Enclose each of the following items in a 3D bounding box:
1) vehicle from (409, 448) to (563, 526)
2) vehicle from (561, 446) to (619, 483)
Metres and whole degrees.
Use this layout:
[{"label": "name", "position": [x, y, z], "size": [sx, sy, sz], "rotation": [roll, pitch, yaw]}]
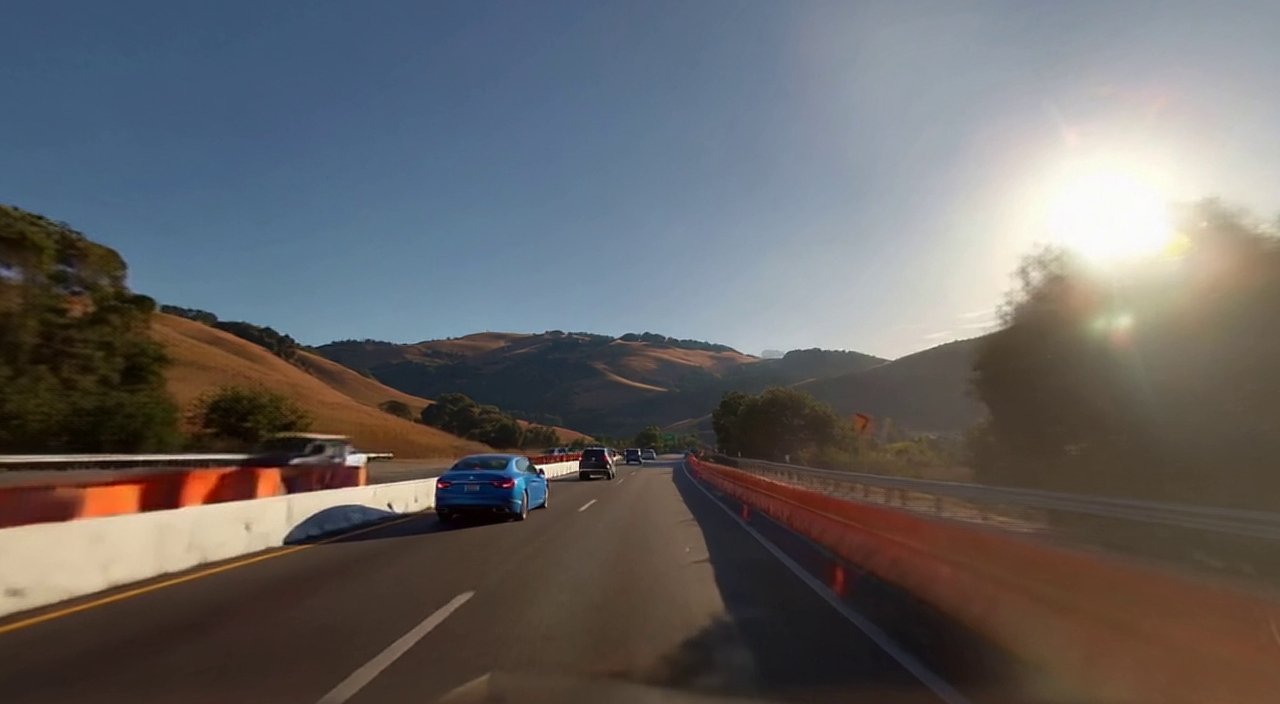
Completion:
[{"label": "vehicle", "position": [-2.913, 2.655, 12.931], "size": [2.061, 1.330, 3.928], "rotation": [0, -9, 2]}, {"label": "vehicle", "position": [-2.108, 4.924, 27.694], "size": [2.094, 1.480, 4.124], "rotation": [0, -9, 2]}]
